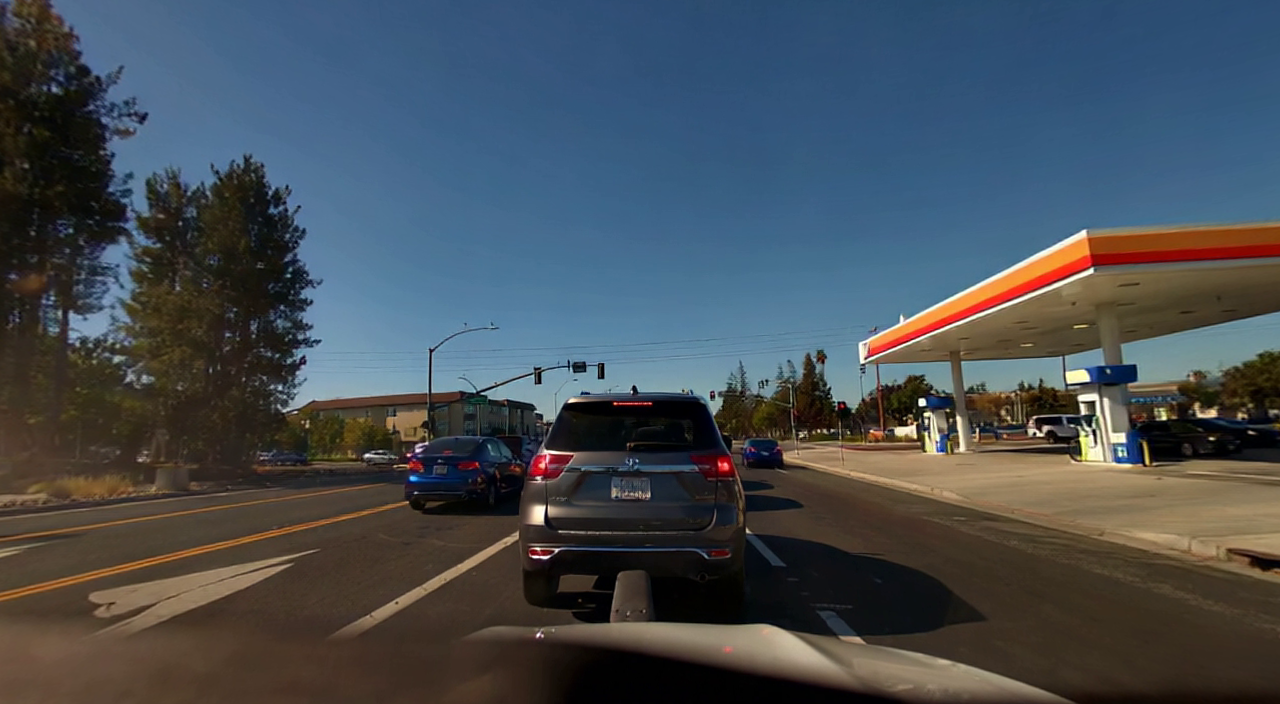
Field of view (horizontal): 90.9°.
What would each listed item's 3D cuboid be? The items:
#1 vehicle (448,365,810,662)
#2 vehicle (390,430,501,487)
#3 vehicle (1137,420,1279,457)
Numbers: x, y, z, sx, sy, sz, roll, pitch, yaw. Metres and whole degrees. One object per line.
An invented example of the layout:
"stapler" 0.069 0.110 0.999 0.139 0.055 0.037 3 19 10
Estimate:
"vehicle" 0.011 1.316 6.134 2.236 1.819 4.291 -1 -9 2
"vehicle" -6.646 3.710 22.178 2.065 1.753 4.525 -1 -9 6
"vehicle" 25.956 3.964 28.776 4.551 1.616 1.973 -2 -9 11
